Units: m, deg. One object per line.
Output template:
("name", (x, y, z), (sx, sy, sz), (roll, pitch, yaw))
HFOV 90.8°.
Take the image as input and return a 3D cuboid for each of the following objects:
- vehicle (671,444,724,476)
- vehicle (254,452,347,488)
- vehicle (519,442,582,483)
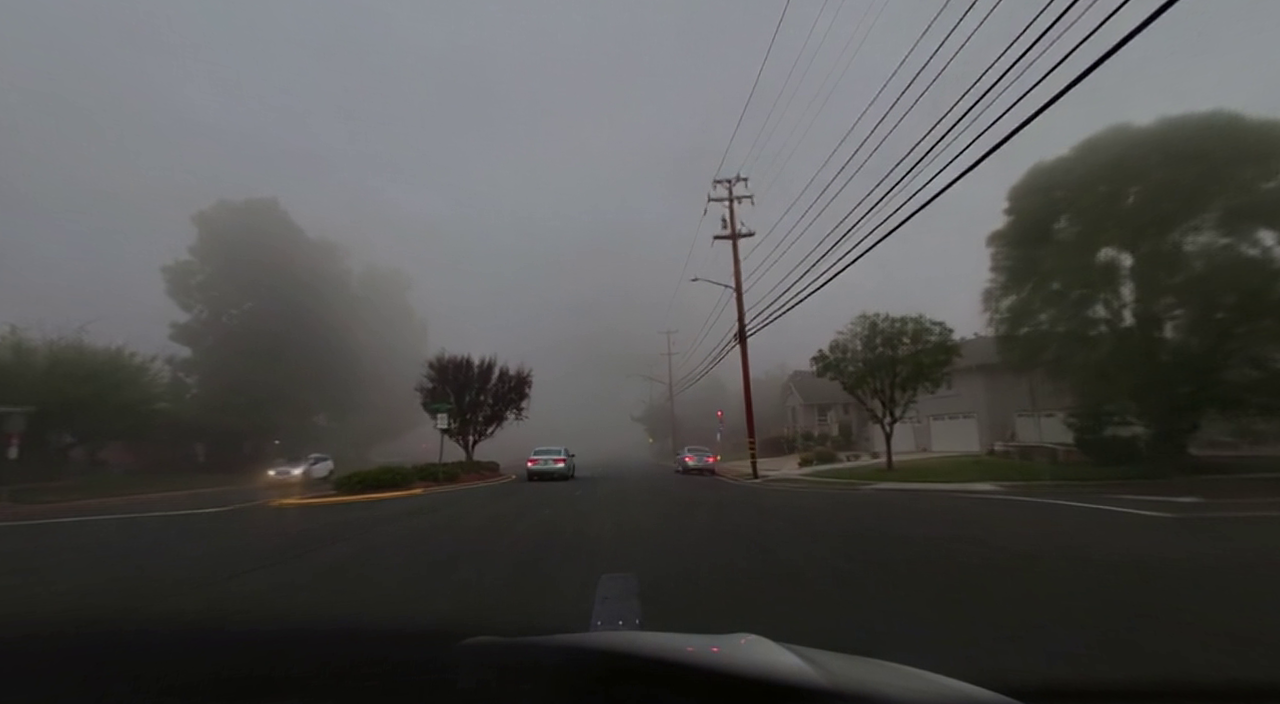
("vehicle", (2.786, 5.314, 31.486), (2.074, 1.450, 4.621), (0, -8, -2))
("vehicle", (-15.695, 5.449, 29.531), (2.143, 1.524, 4.408), (0, -8, -4))
("vehicle", (-3.453, 4.364, 25.256), (2.041, 1.471, 4.602), (0, -8, -2))
